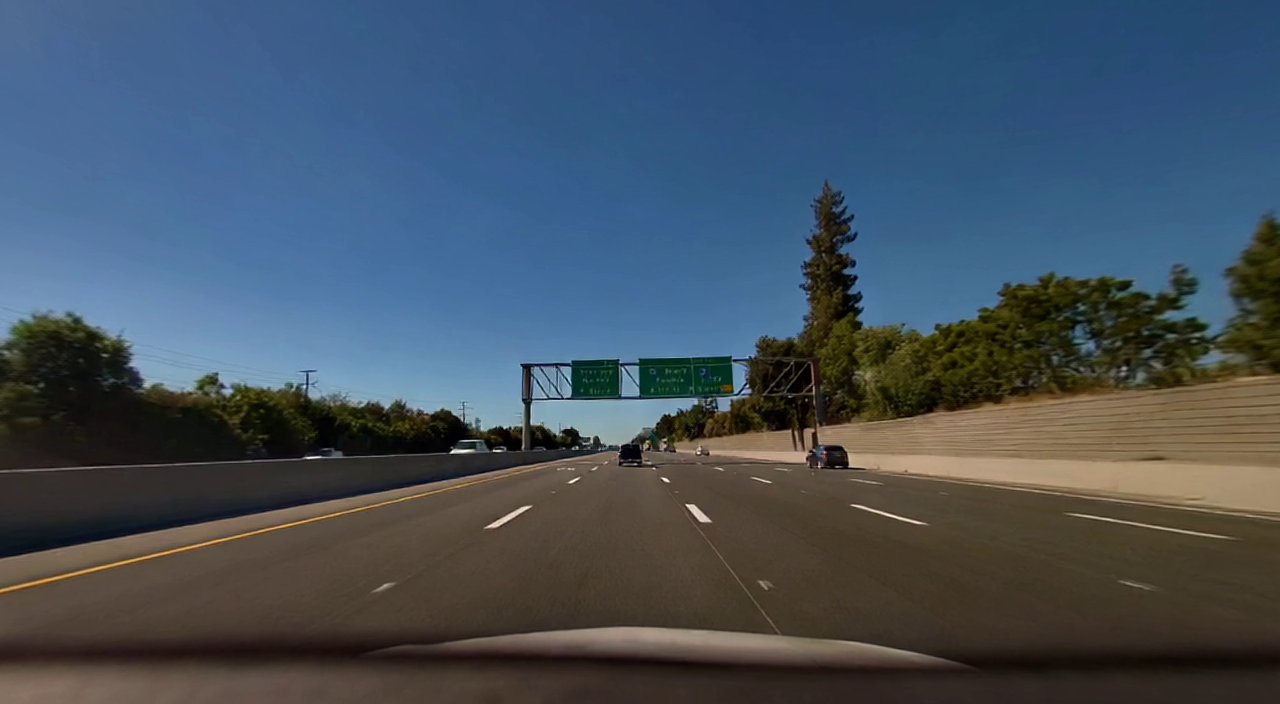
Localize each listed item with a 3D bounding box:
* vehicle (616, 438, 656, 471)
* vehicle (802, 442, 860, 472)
[{"bbox_3d":[-0.285,5.819,36.079,2.121,1.739,4.087,0,-9,-2],"label":"vehicle"},{"bbox_3d":[11.173,6.151,37.248,1.912,1.673,4.438,0,-9,-1],"label":"vehicle"}]
